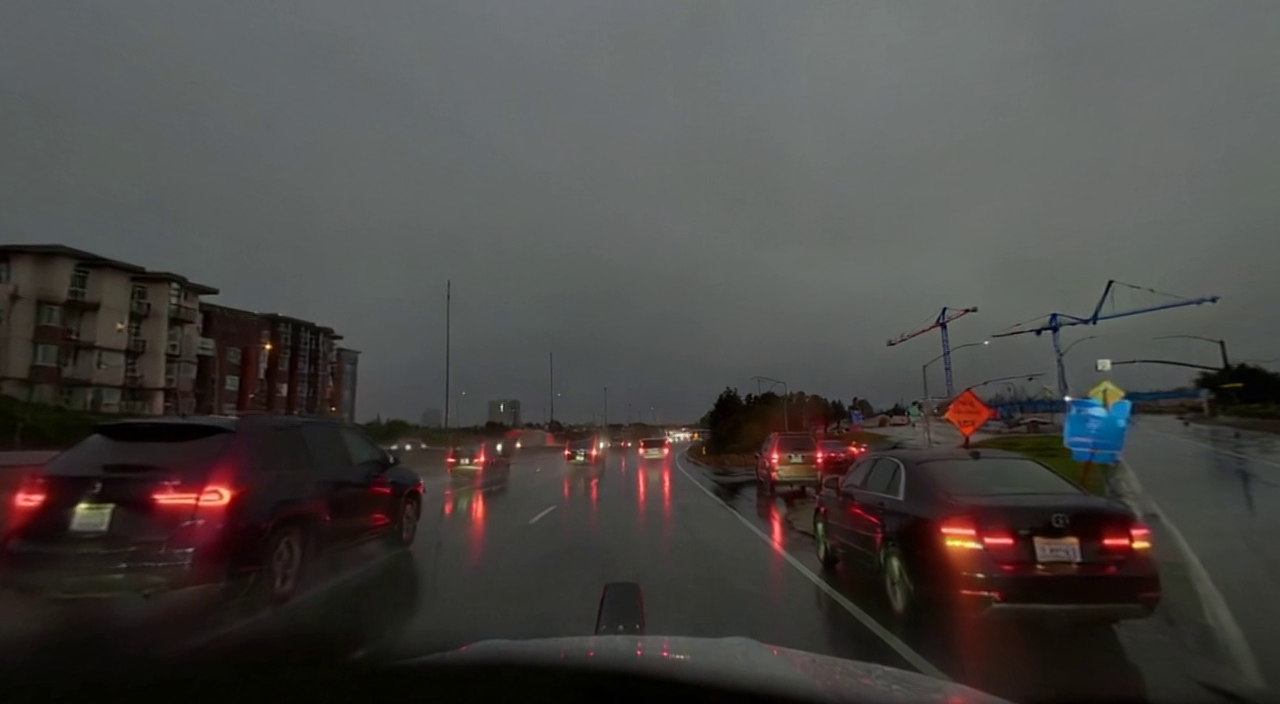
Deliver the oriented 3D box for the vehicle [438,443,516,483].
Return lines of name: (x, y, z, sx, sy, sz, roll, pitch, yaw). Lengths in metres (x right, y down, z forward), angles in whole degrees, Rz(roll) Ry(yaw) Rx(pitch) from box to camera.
vehicle: (-6.754, 4.628, 26.577, 1.959, 1.486, 4.460, 0, -9, 2)

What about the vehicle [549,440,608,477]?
vehicle: (-2.857, 5.087, 30.359, 2.109, 1.657, 4.554, 0, -9, 3)

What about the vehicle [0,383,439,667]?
vehicle: (-3.747, 1.371, 6.106, 2.045, 1.710, 4.382, 0, -8, 1)

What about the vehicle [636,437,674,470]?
vehicle: (0.866, 5.986, 37.313, 2.116, 1.763, 4.352, 0, -9, 1)
